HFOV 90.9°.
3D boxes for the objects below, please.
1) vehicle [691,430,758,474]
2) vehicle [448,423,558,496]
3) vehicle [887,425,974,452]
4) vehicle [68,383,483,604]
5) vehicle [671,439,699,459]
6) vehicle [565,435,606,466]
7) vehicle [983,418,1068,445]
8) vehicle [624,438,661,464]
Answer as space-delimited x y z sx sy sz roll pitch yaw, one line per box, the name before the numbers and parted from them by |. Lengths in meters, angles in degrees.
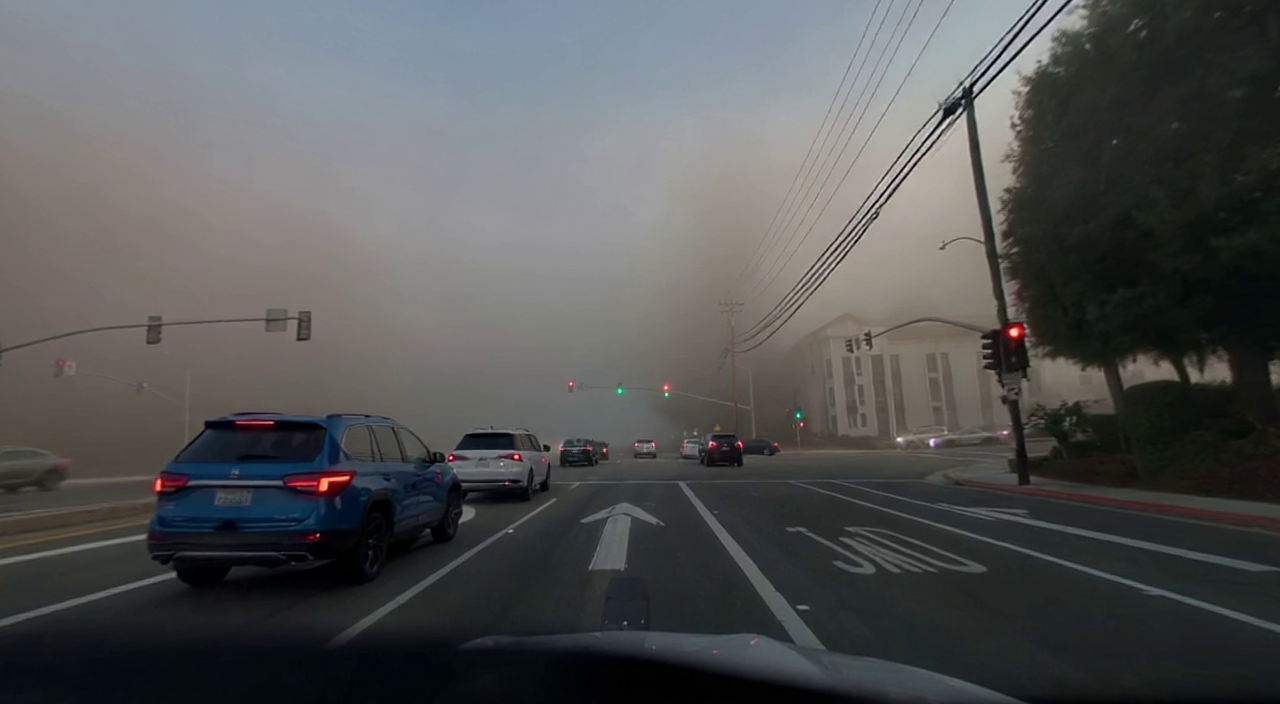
vehicle | 3.514 4.301 27.238 2.201 1.734 4.564 0 -8 -1
vehicle | -3.557 2.903 17.308 1.958 1.744 4.315 0 -8 1
vehicle | 19.807 5.905 43.056 5.033 1.802 1.928 1 -8 -5
vehicle | -3.469 1.447 7.268 2.127 1.754 4.287 0 -8 1
vehicle | 3.459 7.536 48.966 1.886 1.455 4.227 0 -8 0
vehicle | -3.077 5.696 36.633 1.900 1.677 4.128 0 -8 2
vehicle | 26.344 5.475 43.227 4.439 1.748 2.037 0 -8 1
vehicle | 0.170 6.130 39.302 2.185 1.515 4.215 0 -8 1
